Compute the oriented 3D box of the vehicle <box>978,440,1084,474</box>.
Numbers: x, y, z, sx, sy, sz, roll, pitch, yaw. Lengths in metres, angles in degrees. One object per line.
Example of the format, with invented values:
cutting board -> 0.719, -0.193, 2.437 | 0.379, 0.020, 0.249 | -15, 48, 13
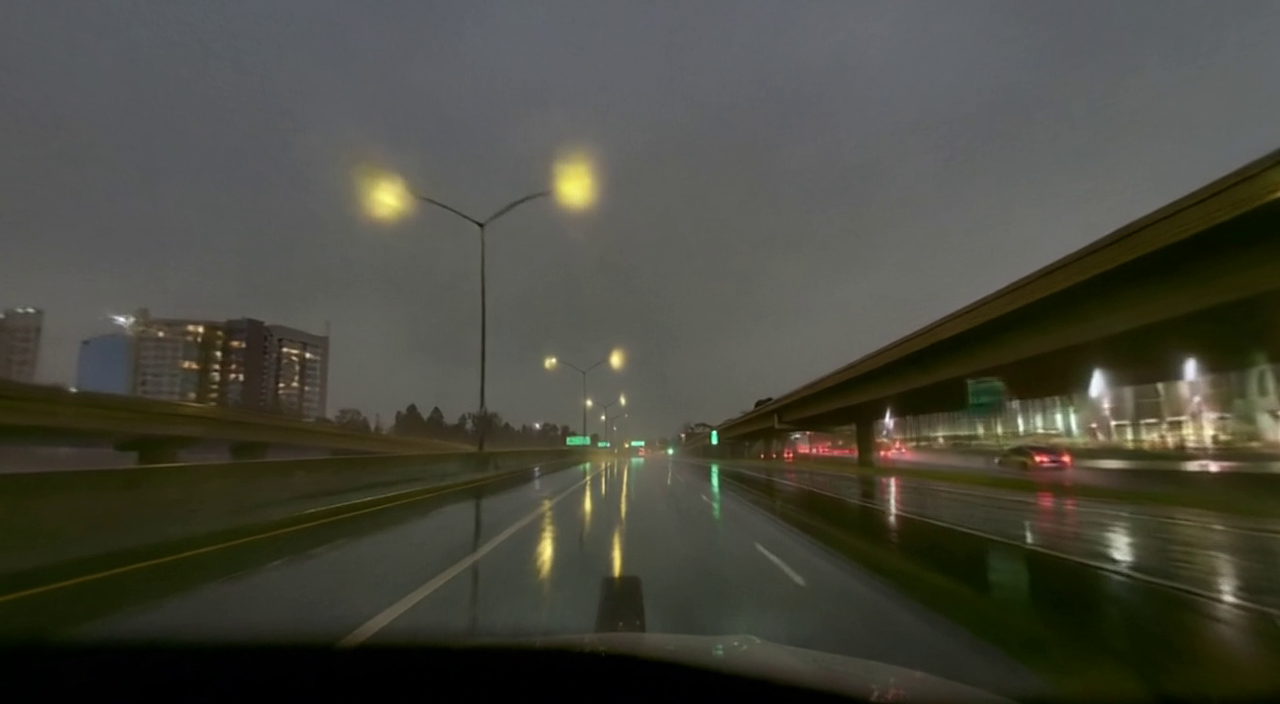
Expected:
vehicle -> 18.266, 4.900, 29.824 | 2.059, 1.457, 4.537 | 0, -8, -1
